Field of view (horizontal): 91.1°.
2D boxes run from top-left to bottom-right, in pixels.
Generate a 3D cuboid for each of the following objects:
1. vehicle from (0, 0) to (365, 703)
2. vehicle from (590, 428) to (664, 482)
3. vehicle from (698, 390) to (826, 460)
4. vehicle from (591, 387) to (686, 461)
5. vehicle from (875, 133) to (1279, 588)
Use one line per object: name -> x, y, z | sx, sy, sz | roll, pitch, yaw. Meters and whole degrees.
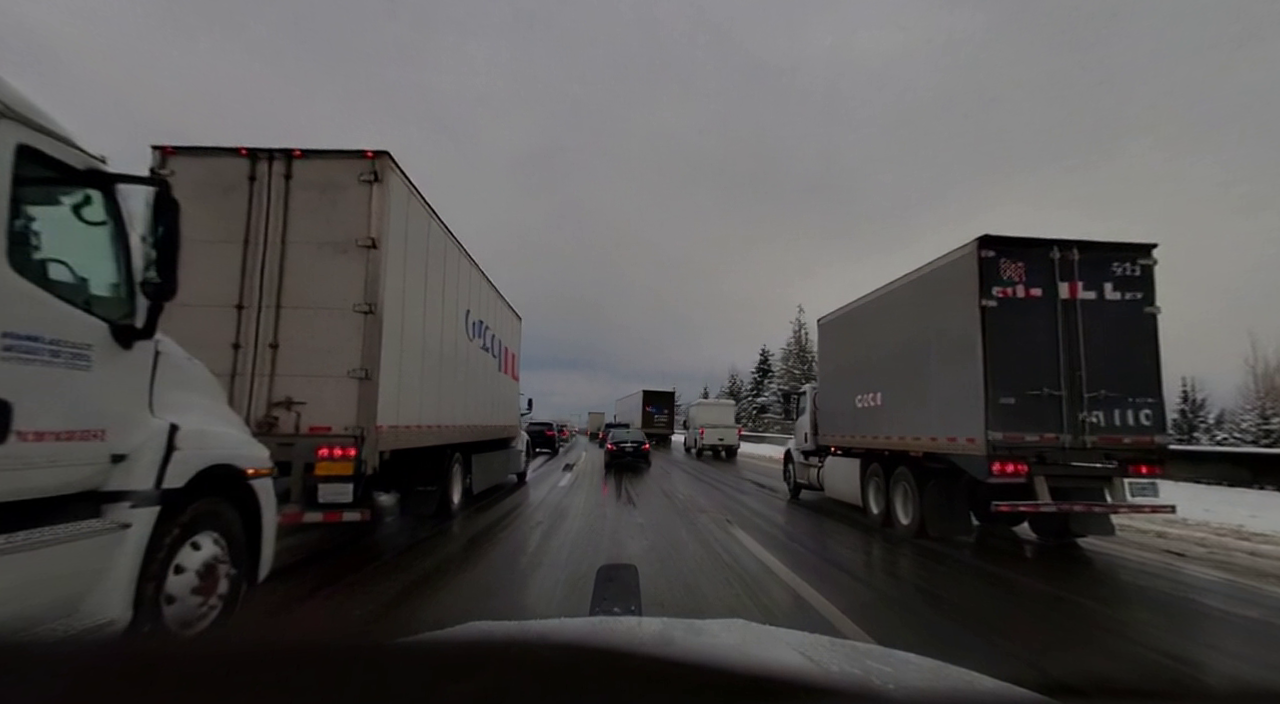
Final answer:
vehicle -> -3.617, -0.543, 0.659 | 2.822, 3.788, 8.799 | 0, -8, -1
vehicle -> -0.537, 3.252, 20.259 | 2.060, 1.540, 4.374 | 1, -8, -5
vehicle -> 7.748, 5.041, 42.660 | 2.866, 4.057, 11.808 | 3, -8, -19
vehicle -> -0.577, 4.907, 41.931 | 2.899, 4.112, 13.912 | 2, -8, -15
vehicle -> 7.228, 0.031, 5.472 | 2.758, 4.032, 11.419 | 3, -8, -20
